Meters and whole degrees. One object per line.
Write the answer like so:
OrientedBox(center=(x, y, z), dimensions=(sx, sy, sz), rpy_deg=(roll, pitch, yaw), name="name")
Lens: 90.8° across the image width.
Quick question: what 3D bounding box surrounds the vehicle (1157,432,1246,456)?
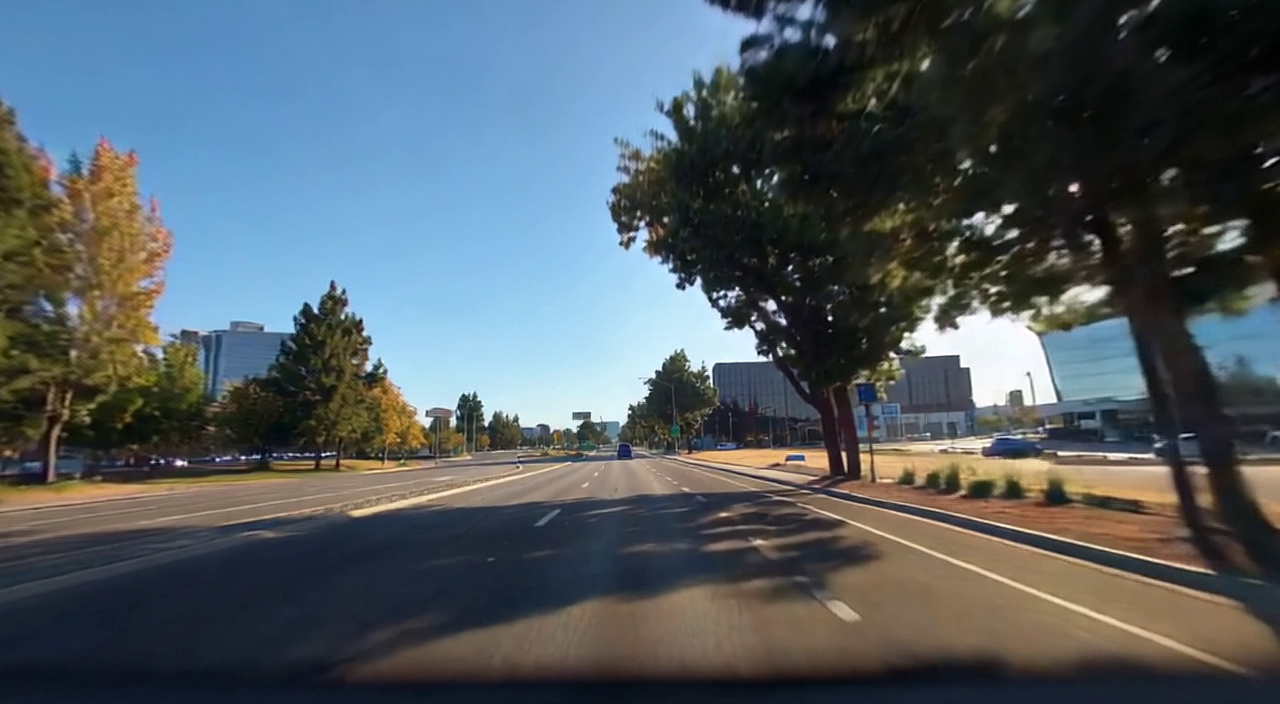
OrientedBox(center=(37.523, 6.184, 42.377), dimensions=(1.786, 1.492, 4.381), rpy_deg=(0, -8, -2), name="vehicle")
